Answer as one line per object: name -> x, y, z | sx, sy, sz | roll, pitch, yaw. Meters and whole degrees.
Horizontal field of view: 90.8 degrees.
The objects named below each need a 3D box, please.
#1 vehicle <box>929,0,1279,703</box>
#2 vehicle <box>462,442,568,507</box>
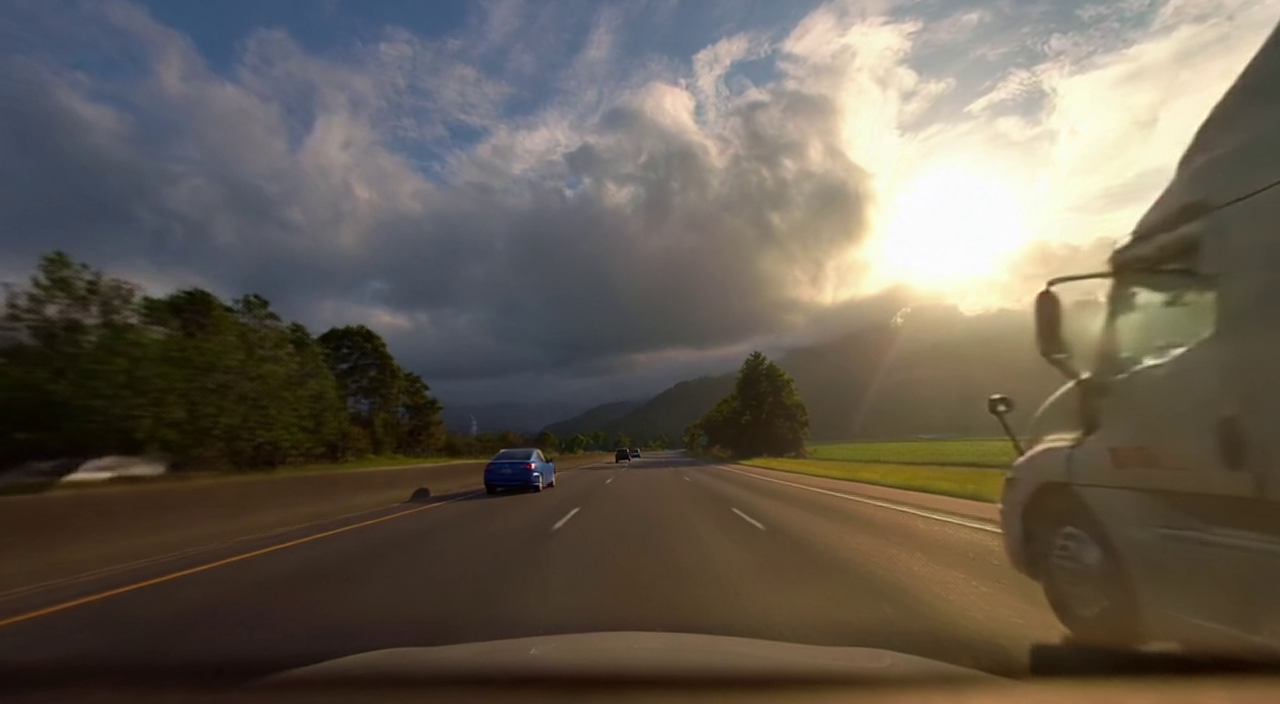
vehicle -> 4.428, -0.084, 3.129 | 3.042, 3.890, 5.873 | 0, -9, 0
vehicle -> -3.250, 3.268, 17.343 | 1.945, 1.537, 4.294 | 0, -9, 1
